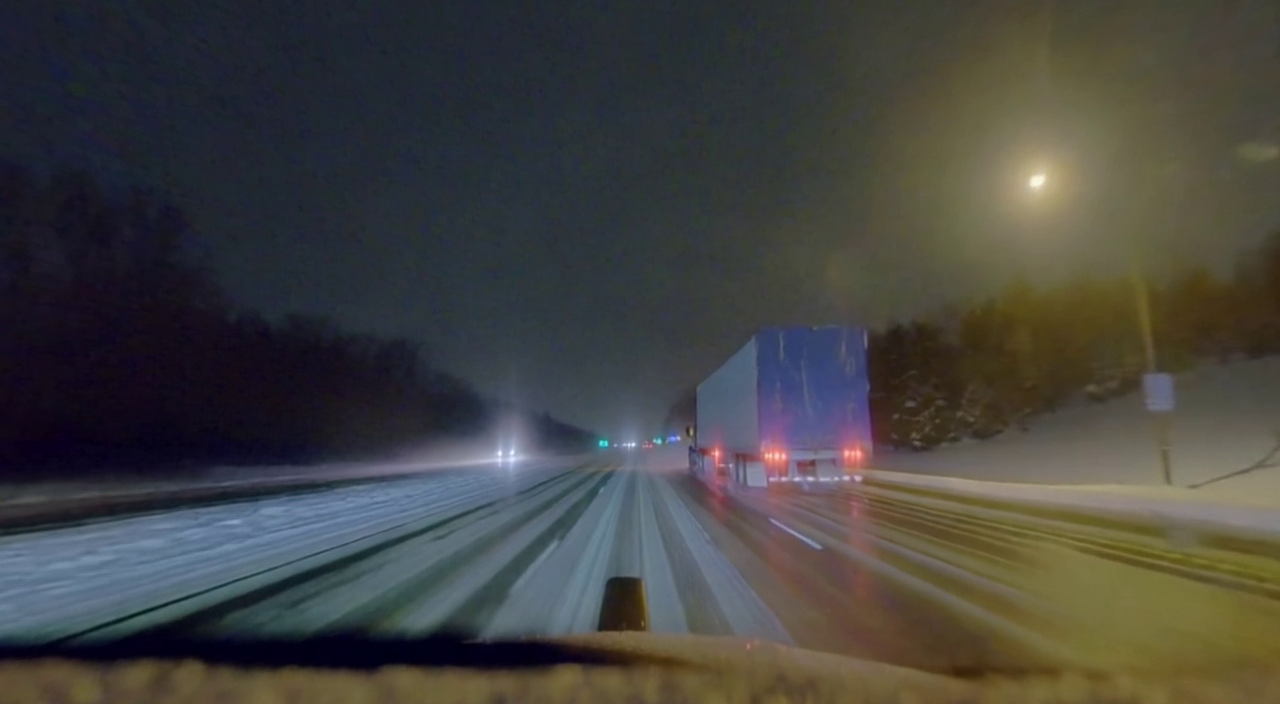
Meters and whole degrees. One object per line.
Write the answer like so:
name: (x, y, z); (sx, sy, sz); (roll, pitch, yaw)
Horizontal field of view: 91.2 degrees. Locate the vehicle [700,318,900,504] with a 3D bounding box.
vehicle: (4.170, 2.327, 20.954); (2.933, 4.100, 14.317); (0, -8, 0)
